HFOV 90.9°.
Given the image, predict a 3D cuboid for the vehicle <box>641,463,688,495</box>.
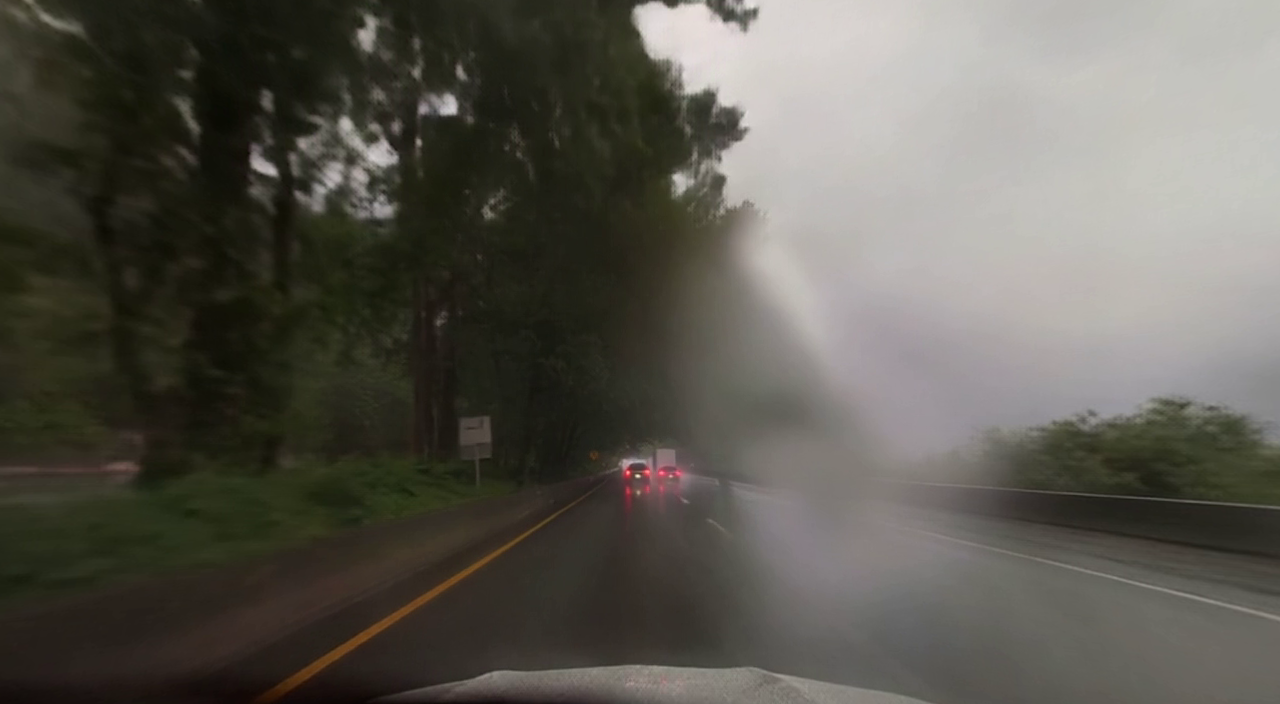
[{"bbox_3d":[1.165,6.233,31.047,1.976,1.467,3.783,1,-11,-3],"label":"vehicle"}]
